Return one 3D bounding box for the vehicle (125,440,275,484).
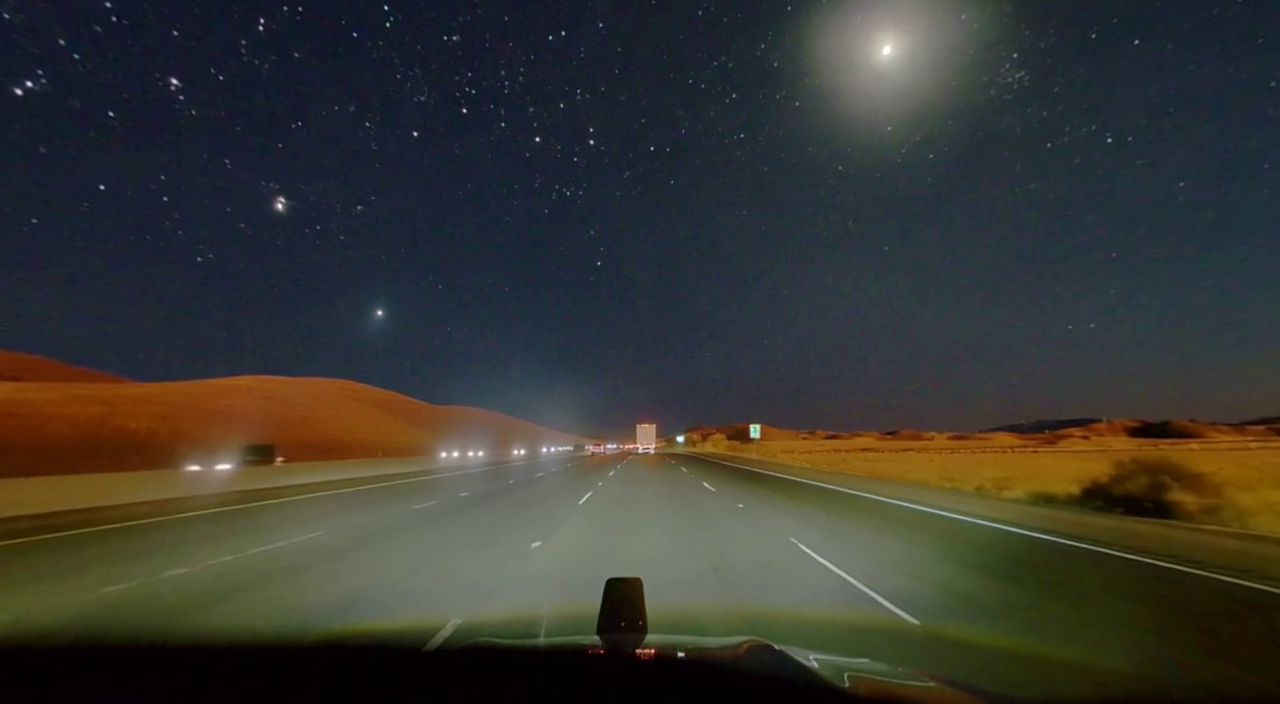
[{"bbox_3d":[-20.471,5.118,29.827,2.797,1.831,5.896,0,-8,0],"label":"vehicle"}]
